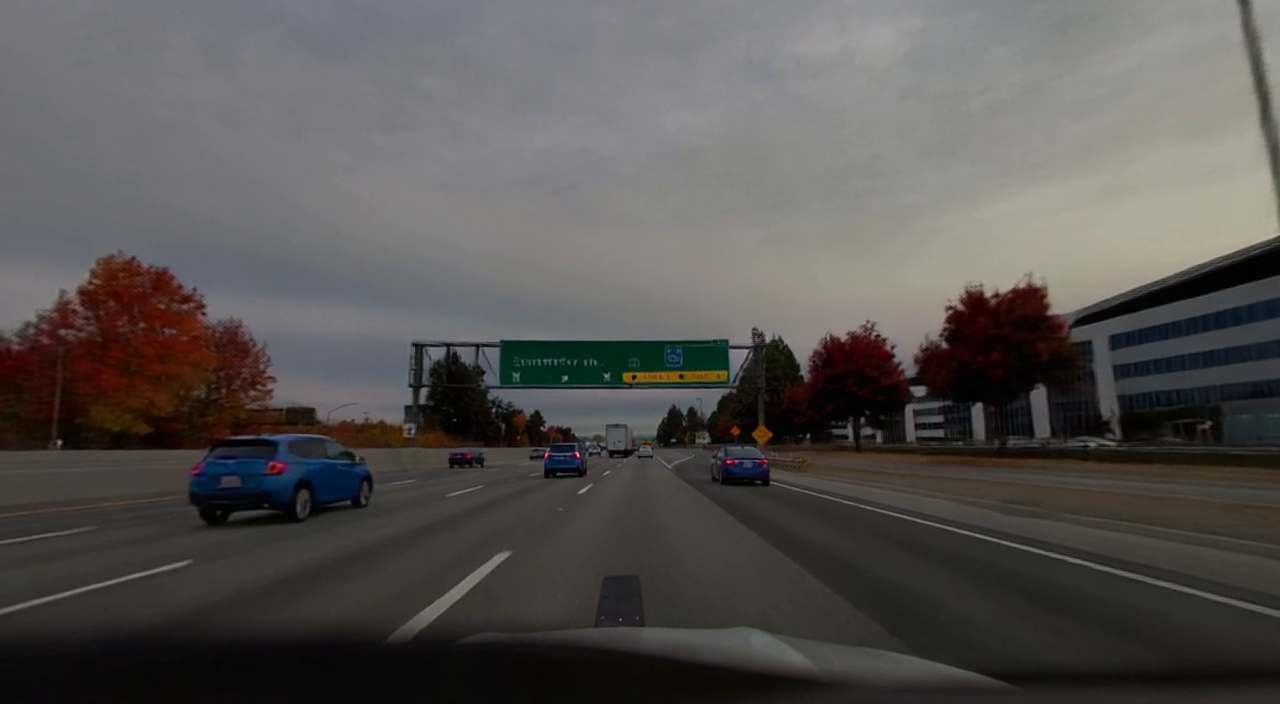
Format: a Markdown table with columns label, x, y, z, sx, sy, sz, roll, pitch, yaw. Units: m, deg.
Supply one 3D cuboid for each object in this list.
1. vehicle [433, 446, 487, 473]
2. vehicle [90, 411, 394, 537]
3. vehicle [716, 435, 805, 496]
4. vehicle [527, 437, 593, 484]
| label | x | y | z | sx | sy | sz | roll | pitch | yaw |
| --- | --- | --- | --- | --- | --- | --- | --- | --- | --- |
| vehicle | -10.831 | 6.500 | 38.240 | 1.919 | 1.509 | 4.265 | 0 | -9 | 1 |
| vehicle | -7.007 | 2.234 | 12.128 | 2.314 | 1.842 | 5.279 | 0 | -9 | 1 |
| vehicle | 3.798 | 3.654 | 20.669 | 2.101 | 1.742 | 4.495 | 0 | -9 | 1 |
| vehicle | -3.203 | 4.471 | 26.131 | 2.111 | 1.742 | 4.315 | 0 | -9 | 1 |
